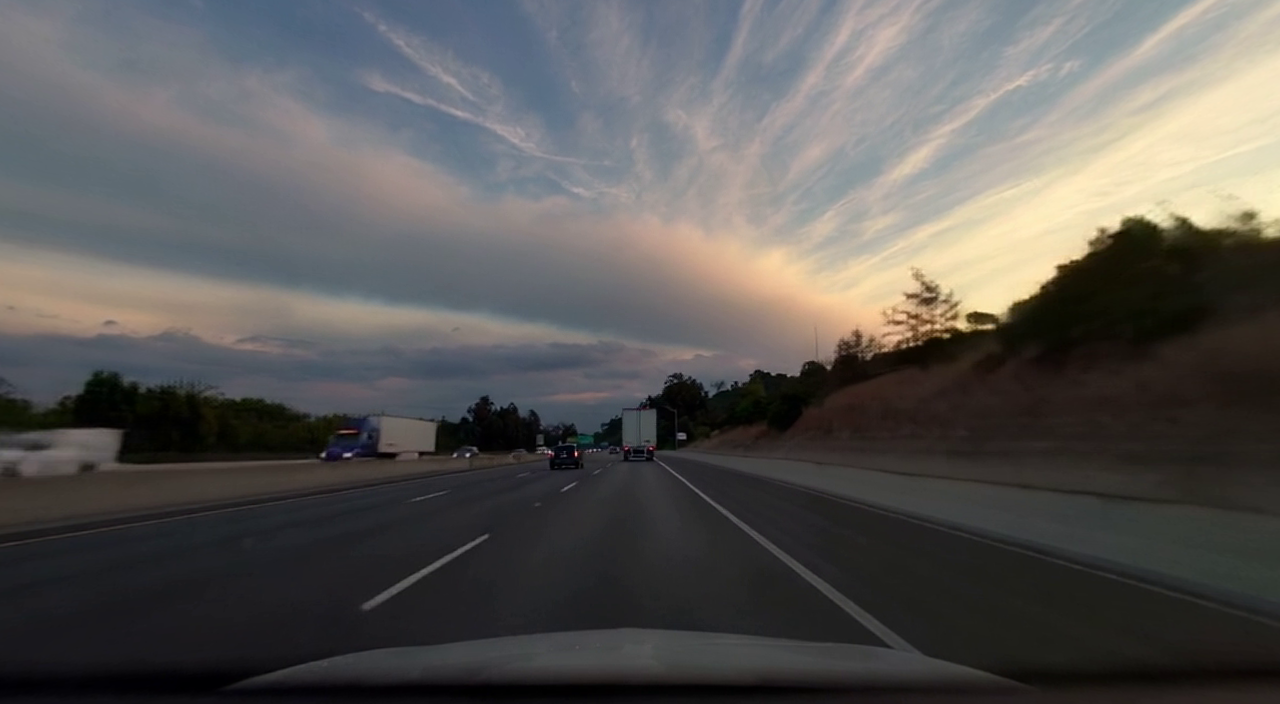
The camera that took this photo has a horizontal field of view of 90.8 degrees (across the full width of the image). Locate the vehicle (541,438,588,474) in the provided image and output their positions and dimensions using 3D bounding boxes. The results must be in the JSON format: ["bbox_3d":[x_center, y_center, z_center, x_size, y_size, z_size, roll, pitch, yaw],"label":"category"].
[{"bbox_3d":[-4.183,5.839,35.574,2.139,1.925,4.312,0,-9,-1],"label":"vehicle"}]

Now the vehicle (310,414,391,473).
[{"bbox_3d":[-20.850,6.668,45.865,3.033,3.995,5.883,0,-9,-1],"label":"vehicle"}]
